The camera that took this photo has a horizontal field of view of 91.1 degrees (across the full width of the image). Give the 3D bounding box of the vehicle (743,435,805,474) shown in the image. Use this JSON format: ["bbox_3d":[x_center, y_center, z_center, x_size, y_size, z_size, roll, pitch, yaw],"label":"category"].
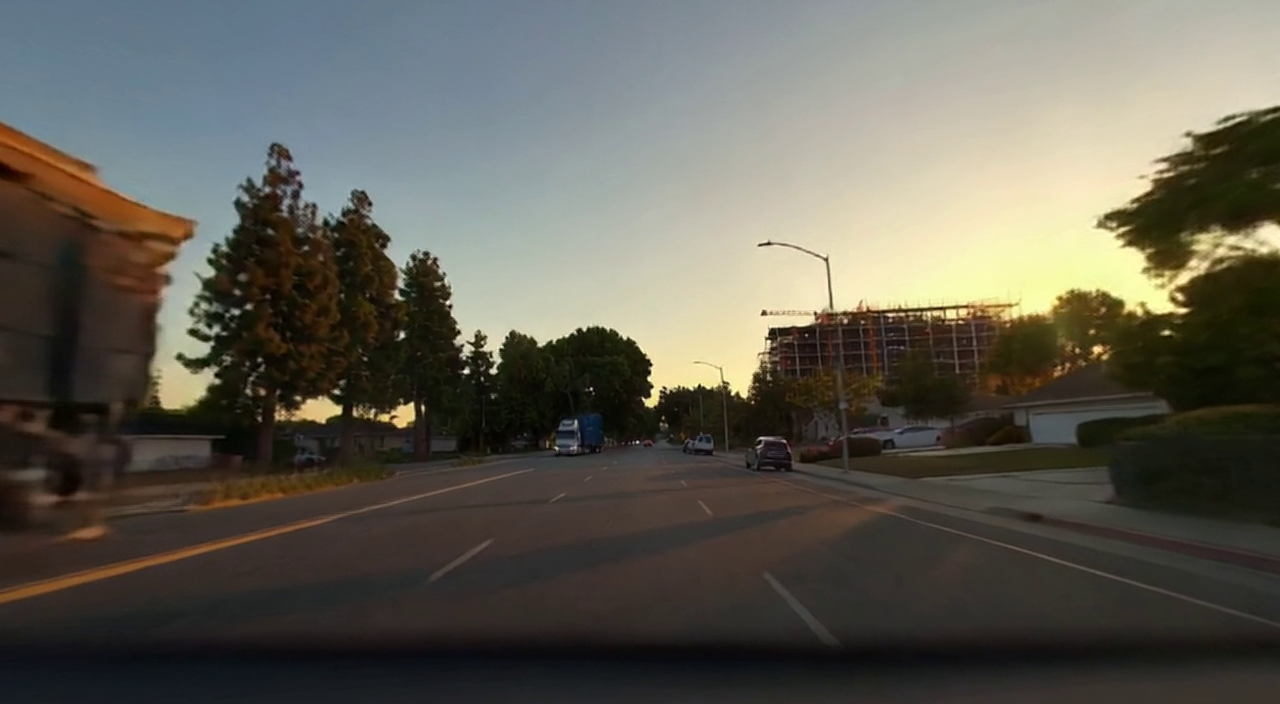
[{"bbox_3d":[6.826,5.285,32.581,2.169,1.880,4.849,0,-8,0],"label":"vehicle"}]

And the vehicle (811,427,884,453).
[{"bbox_3d":[16.287,6.946,49.480,4.986,2.005,2.074,0,-8,-1],"label":"vehicle"}]

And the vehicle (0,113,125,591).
[{"bbox_3d":[-7.225,-0.813,0.104,2.815,4.259,13.345,0,-8,1],"label":"vehicle"}]
